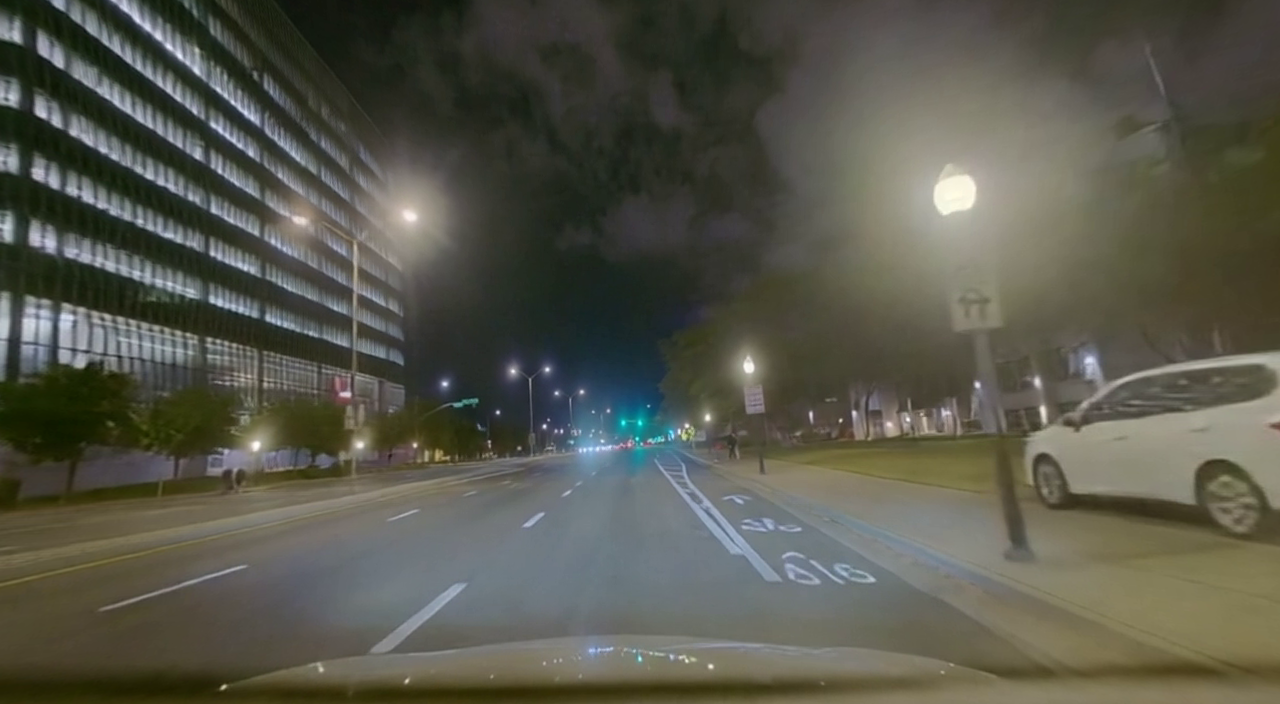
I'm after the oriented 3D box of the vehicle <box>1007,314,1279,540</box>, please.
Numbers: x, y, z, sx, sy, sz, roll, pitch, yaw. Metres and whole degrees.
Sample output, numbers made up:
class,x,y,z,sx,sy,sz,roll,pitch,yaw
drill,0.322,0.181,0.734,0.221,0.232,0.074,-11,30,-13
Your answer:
class,x,y,z,sx,sy,sz,roll,pitch,yaw
vehicle,6.660,0.921,7.274,2.038,1.941,4.943,0,-8,2
